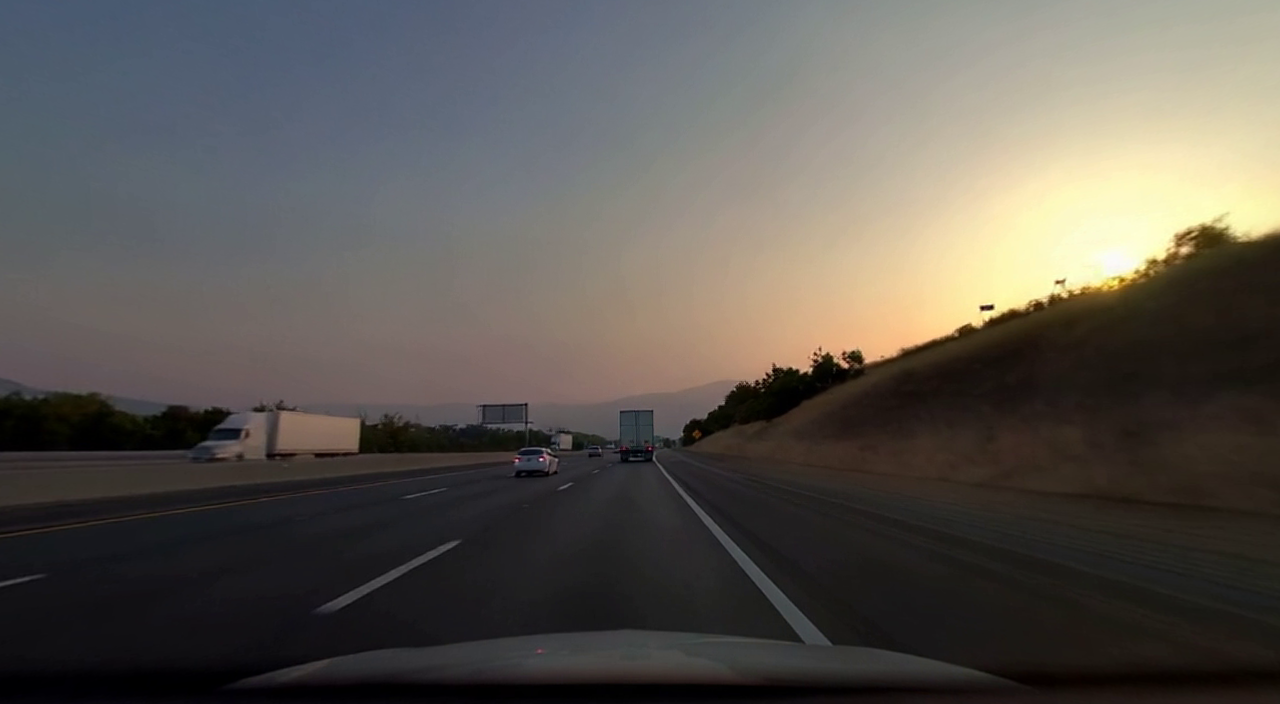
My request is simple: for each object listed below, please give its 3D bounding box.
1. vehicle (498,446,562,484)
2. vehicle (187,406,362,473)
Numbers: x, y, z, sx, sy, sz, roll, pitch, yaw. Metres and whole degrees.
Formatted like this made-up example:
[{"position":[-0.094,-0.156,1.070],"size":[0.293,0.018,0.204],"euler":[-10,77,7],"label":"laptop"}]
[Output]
[{"position":[-4.663,4.850,27.361],"size":[2.024,1.515,3.907],"euler":[0,-9,1],"label":"vehicle"},{"position":[-25.444,6.485,45.869],"size":[3.069,3.973,16.049],"euler":[0,-9,0],"label":"vehicle"}]
